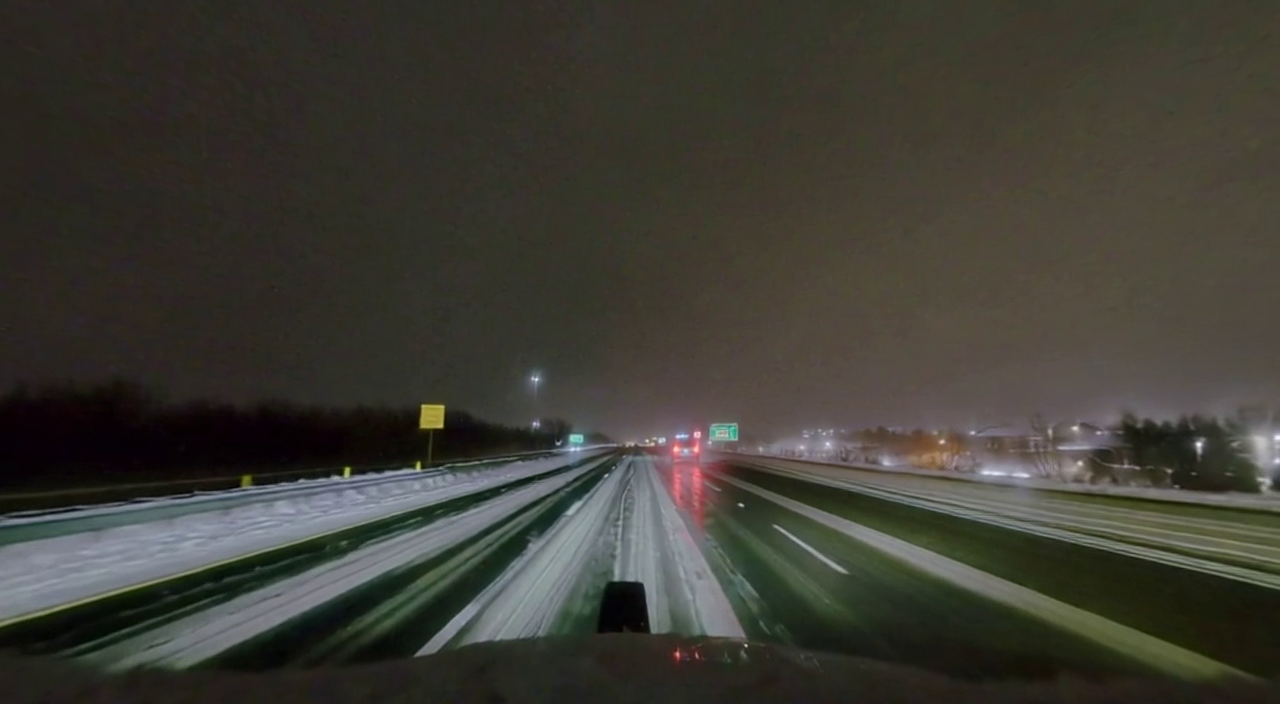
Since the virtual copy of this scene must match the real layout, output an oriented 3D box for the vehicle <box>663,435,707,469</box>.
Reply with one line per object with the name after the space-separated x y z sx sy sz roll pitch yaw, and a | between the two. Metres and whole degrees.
2.332 5.312 33.633 2.050 1.654 4.192 0 -8 0 | vehicle
